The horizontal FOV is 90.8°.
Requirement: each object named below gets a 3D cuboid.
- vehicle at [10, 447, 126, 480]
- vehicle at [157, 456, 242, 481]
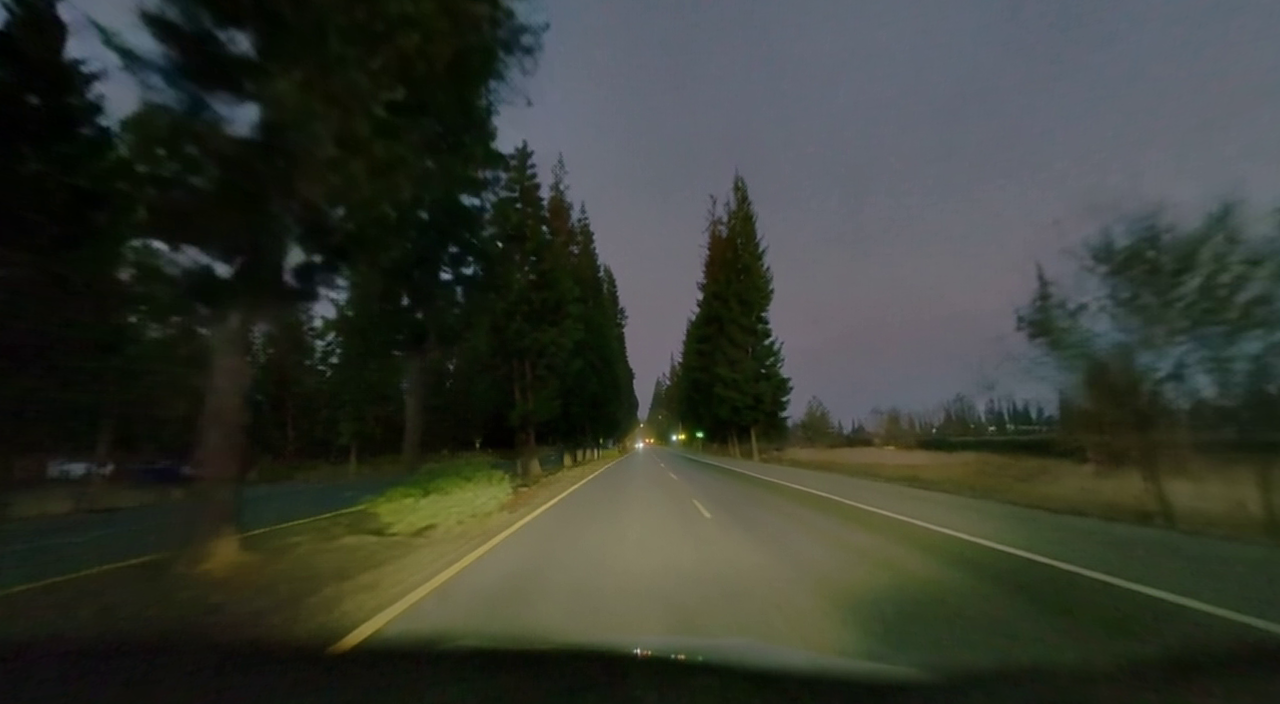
[{"bbox_3d":[-41.470,8.056,45.940,5.799,2.039,2.451,-2,-8,-5],"label":"vehicle"},{"bbox_3d":[-28.692,7.590,41.210,4.342,1.446,1.722,-2,-8,2],"label":"vehicle"}]
